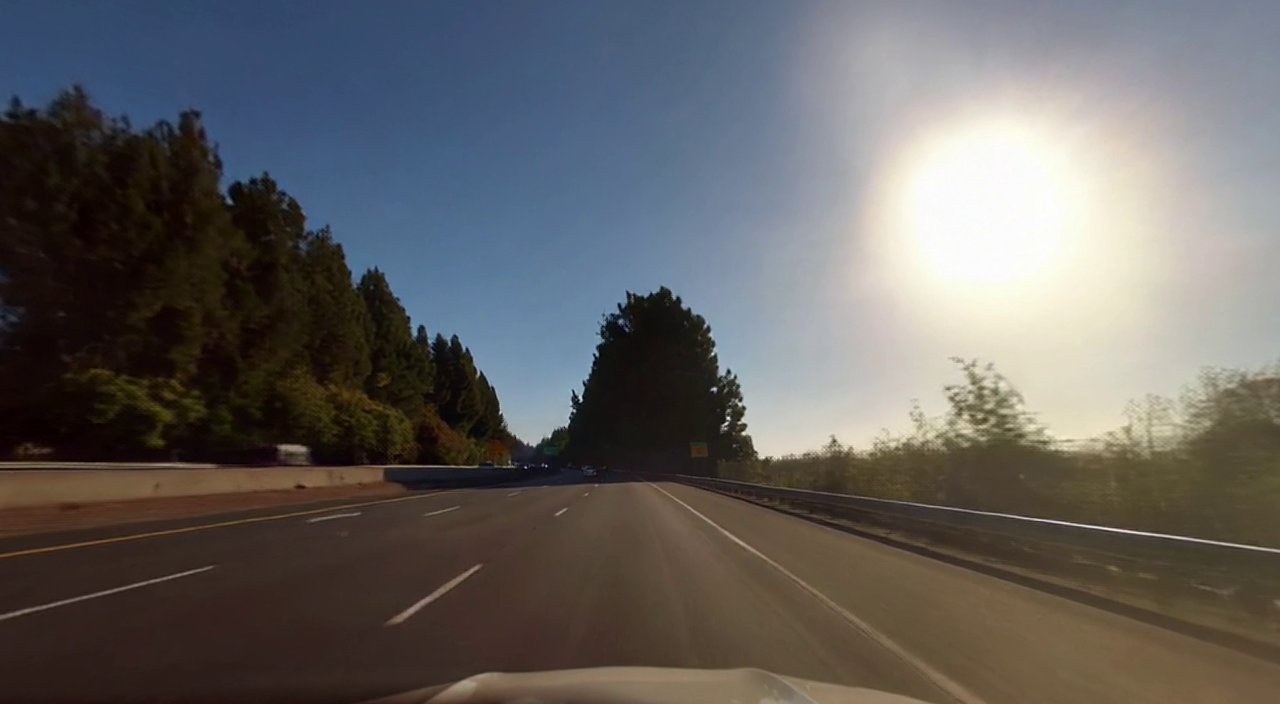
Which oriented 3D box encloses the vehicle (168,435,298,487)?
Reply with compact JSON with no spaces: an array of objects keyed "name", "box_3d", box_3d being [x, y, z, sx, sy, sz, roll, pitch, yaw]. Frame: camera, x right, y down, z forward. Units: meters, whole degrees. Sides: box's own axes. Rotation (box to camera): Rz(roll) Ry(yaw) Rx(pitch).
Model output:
[{"name":"vehicle","box_3d":[-16.680,4.560,26.219,2.120,1.902,4.900,1,-10,-1]}]
